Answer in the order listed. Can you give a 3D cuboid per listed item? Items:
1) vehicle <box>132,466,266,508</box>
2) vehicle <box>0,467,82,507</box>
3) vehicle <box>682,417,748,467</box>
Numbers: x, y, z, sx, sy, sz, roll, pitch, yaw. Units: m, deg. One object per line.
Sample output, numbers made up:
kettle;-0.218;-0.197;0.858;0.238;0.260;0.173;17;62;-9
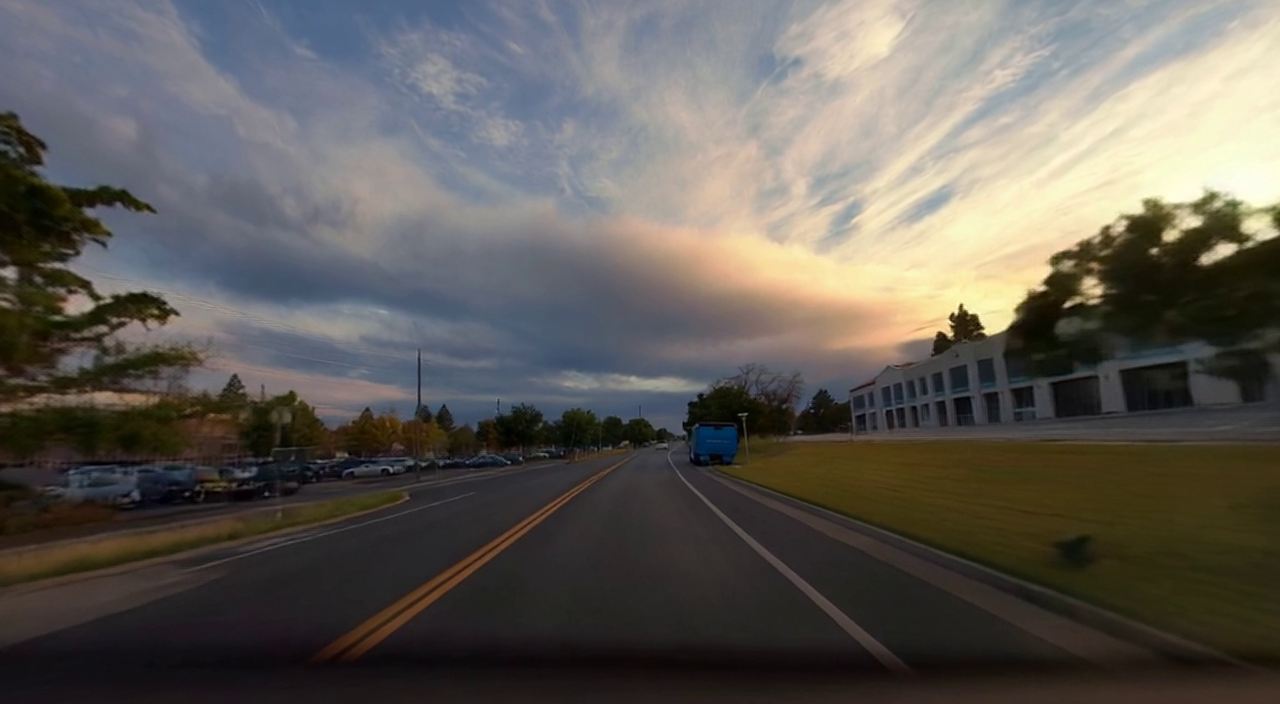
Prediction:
vehicle;-22.129;6.728;32.019;2.233;1.709;5.161;-3;-9;18
vehicle;-32.478;7.079;32.876;4.996;1.817;2.054;-3;-9;2
vehicle;4.915;6.240;43.778;3.282;3.067;10.181;0;-8;0
